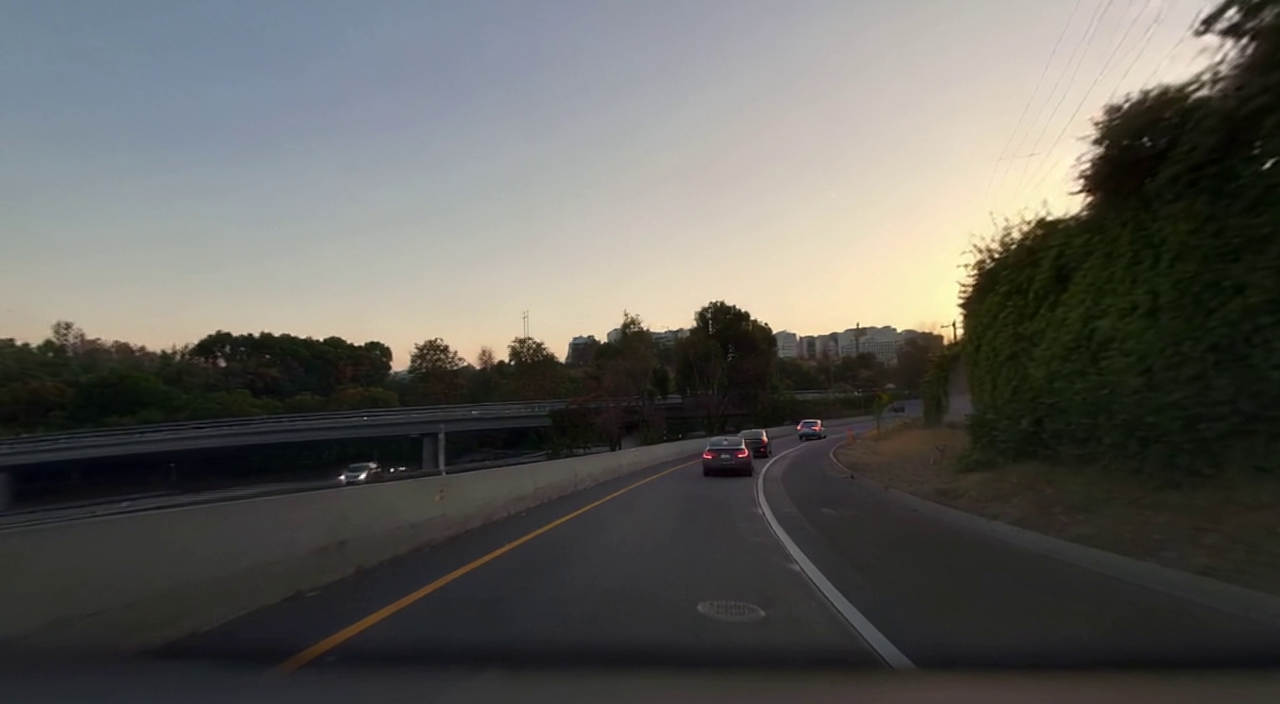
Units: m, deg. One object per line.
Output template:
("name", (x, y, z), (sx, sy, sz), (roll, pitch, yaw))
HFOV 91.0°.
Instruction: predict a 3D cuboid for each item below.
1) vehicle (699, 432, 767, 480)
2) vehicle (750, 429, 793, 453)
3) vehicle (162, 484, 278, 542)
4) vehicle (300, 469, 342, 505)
("vehicle", (3.356, 3.604, 22.048), (2.091, 1.482, 4.321), (-2, -8, 11))
("vehicle", (8.635, 5.853, 41.165), (2.078, 1.474, 4.165), (-3, -9, 20))
("vehicle", (-13.905, 5.290, 21.126), (1.781, 1.443, 3.939), (1, -8, -11))
("vehicle", (-17.196, 7.227, 33.992), (1.879, 1.449, 4.002), (-2, -7, -26))
